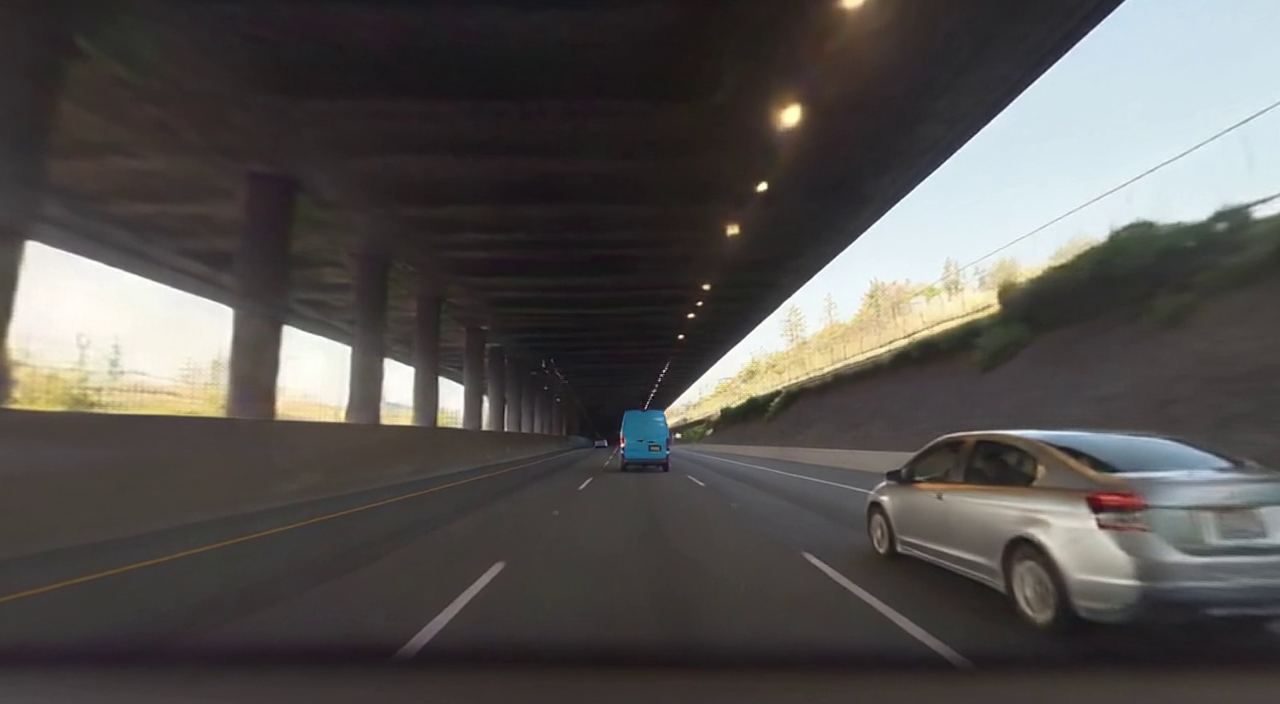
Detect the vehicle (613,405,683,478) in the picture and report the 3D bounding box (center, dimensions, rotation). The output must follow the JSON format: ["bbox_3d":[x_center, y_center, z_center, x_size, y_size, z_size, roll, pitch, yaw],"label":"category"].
[{"bbox_3d":[0.234,3.425,24.174,2.404,2.459,5.229,0,-8,-1],"label":"vehicle"}]

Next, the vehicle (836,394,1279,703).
[{"bbox_3d":[3.299,1.250,5.010,2.095,1.553,4.069,0,-8,-1],"label":"vehicle"}]
